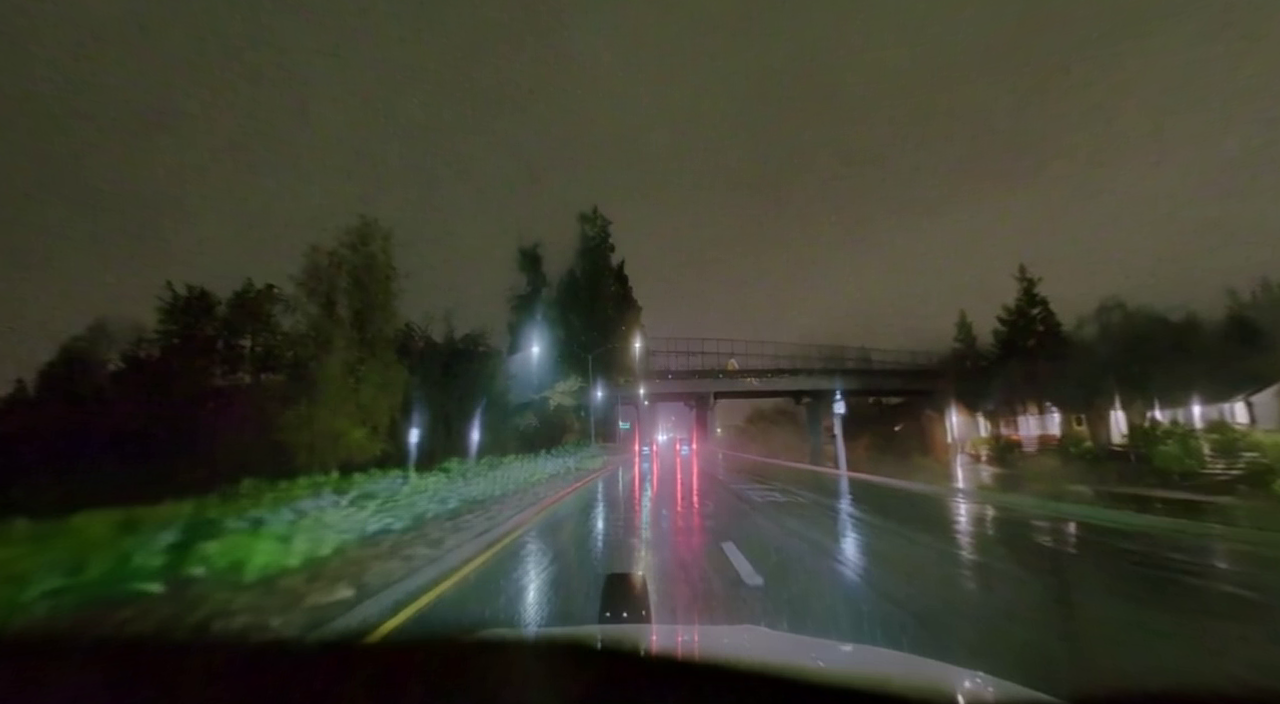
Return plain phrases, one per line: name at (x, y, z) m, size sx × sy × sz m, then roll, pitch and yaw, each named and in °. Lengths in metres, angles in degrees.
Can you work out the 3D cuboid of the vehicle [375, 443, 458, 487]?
vehicle at (-10.436, 5.275, 29.902) m, size 2.144 × 1.835 × 4.733 m, roll 1°, pitch -8°, yaw 0°
